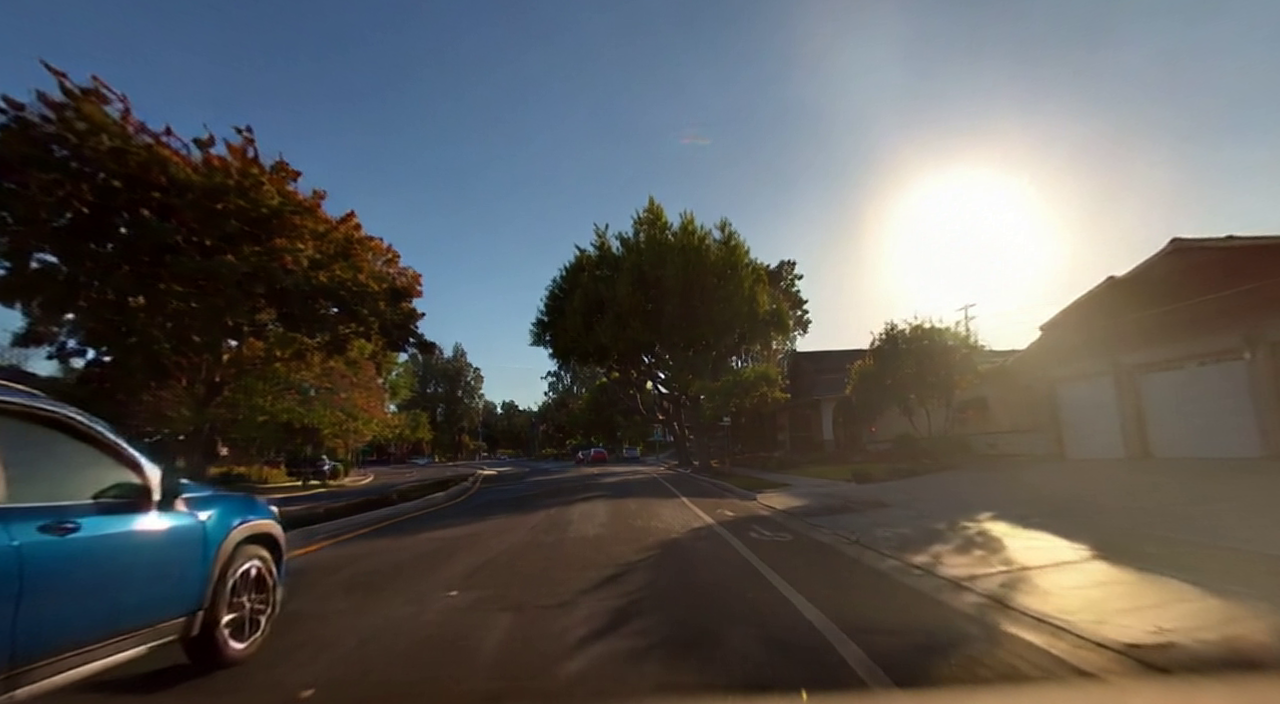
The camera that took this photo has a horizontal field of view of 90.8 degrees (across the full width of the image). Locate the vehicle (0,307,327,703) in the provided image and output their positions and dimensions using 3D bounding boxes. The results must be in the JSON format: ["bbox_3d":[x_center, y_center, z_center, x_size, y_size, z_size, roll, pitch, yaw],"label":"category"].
[{"bbox_3d":[-3.754,0.759,2.247,2.276,1.960,5.561,0,-8,2],"label":"vehicle"}]
